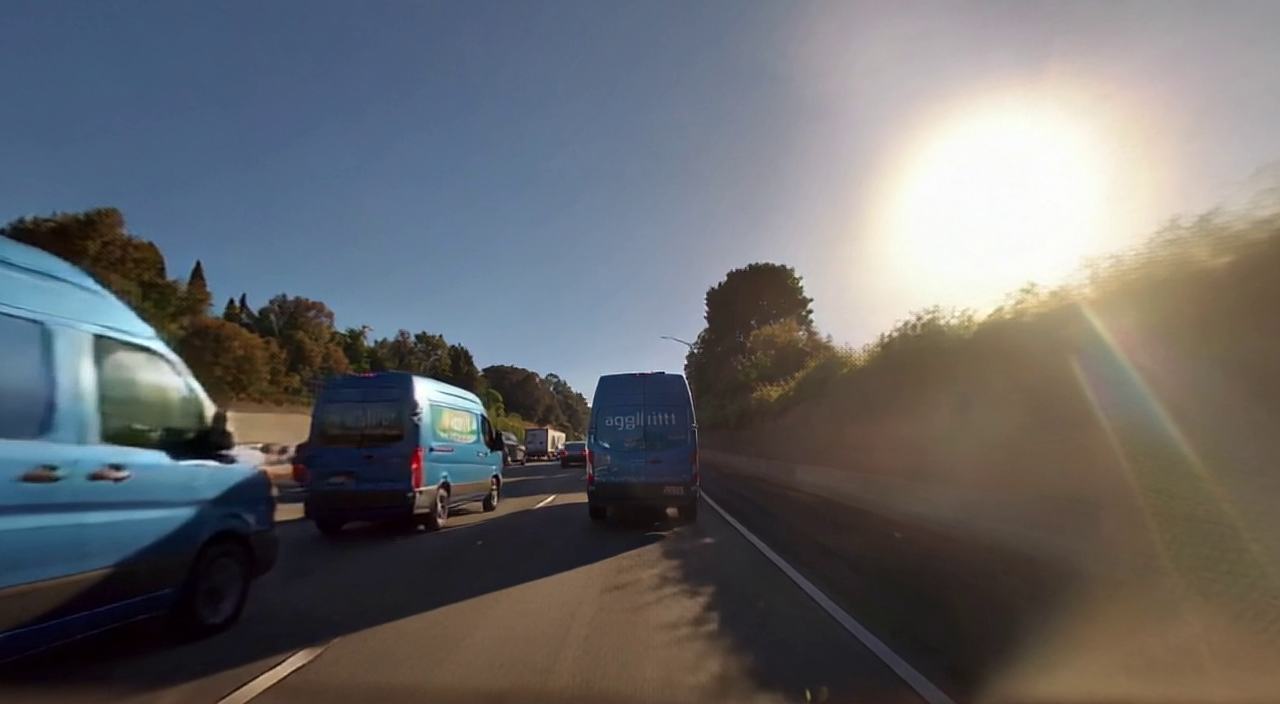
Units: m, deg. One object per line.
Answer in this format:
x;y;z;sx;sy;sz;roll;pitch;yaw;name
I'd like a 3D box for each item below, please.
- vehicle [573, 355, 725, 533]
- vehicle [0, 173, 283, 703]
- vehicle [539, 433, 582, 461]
0.114;1.871;12.981;2.316;2.738;6.398;0;-9;0;vehicle
-3.818;0.424;1.658;2.729;2.439;5.418;0;-8;-3;vehicle
-5.969;7.262;48.194;2.302;2.007;5.490;-1;-8;3;vehicle
